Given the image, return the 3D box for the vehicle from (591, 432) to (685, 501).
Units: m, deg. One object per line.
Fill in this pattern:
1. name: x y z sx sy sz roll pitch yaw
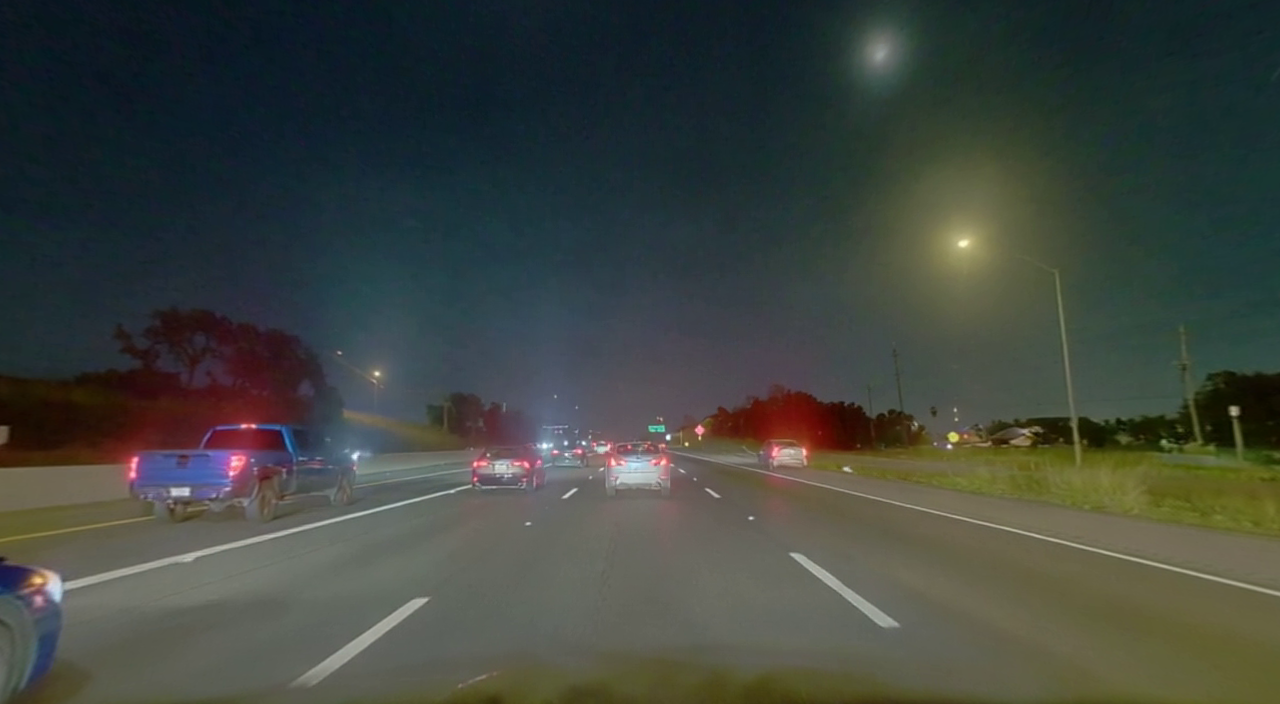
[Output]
1. vehicle: -0.087 2.888 16.398 2.102 1.499 4.439 0 -8 -1

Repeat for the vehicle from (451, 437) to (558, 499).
1. vehicle: -3.454 3.026 16.935 1.899 1.437 4.131 0 -8 1

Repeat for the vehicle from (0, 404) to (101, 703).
1. vehicle: -3.830 0.712 0.954 1.955 1.481 4.604 0 -8 0

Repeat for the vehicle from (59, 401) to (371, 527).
1. vehicle: -7.786 2.140 12.631 2.194 1.922 5.637 0 -8 2

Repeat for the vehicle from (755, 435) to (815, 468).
1. vehicle: 8.111 5.623 35.861 2.205 1.701 4.601 0 -8 -2
